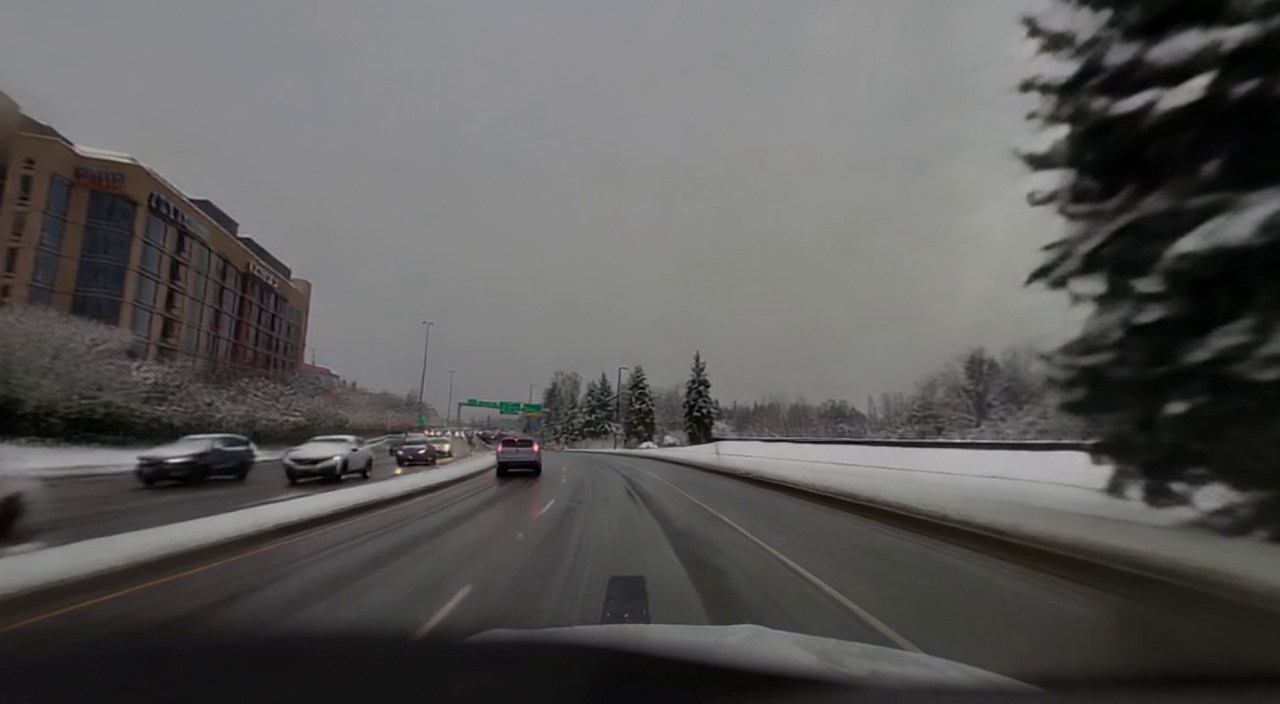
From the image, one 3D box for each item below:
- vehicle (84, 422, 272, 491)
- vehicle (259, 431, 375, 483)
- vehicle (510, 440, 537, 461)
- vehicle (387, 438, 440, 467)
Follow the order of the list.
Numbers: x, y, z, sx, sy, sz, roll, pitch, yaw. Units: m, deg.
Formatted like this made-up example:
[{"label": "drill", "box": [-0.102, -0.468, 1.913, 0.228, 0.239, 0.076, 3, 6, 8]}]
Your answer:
[{"label": "vehicle", "box": [-15.006, 3.443, 21.079, 2.236, 1.947, 5.807, 0, -8, -5]}, {"label": "vehicle", "box": [-11.701, 3.818, 23.256, 2.028, 1.675, 4.870, 0, -8, -5]}, {"label": "vehicle", "box": [-8.690, 7.392, 47.313, 1.885, 1.469, 4.211, 1, -9, -9]}, {"label": "vehicle", "box": [-12.927, 5.757, 36.232, 1.897, 1.538, 4.033, 1, -9, -6]}]
